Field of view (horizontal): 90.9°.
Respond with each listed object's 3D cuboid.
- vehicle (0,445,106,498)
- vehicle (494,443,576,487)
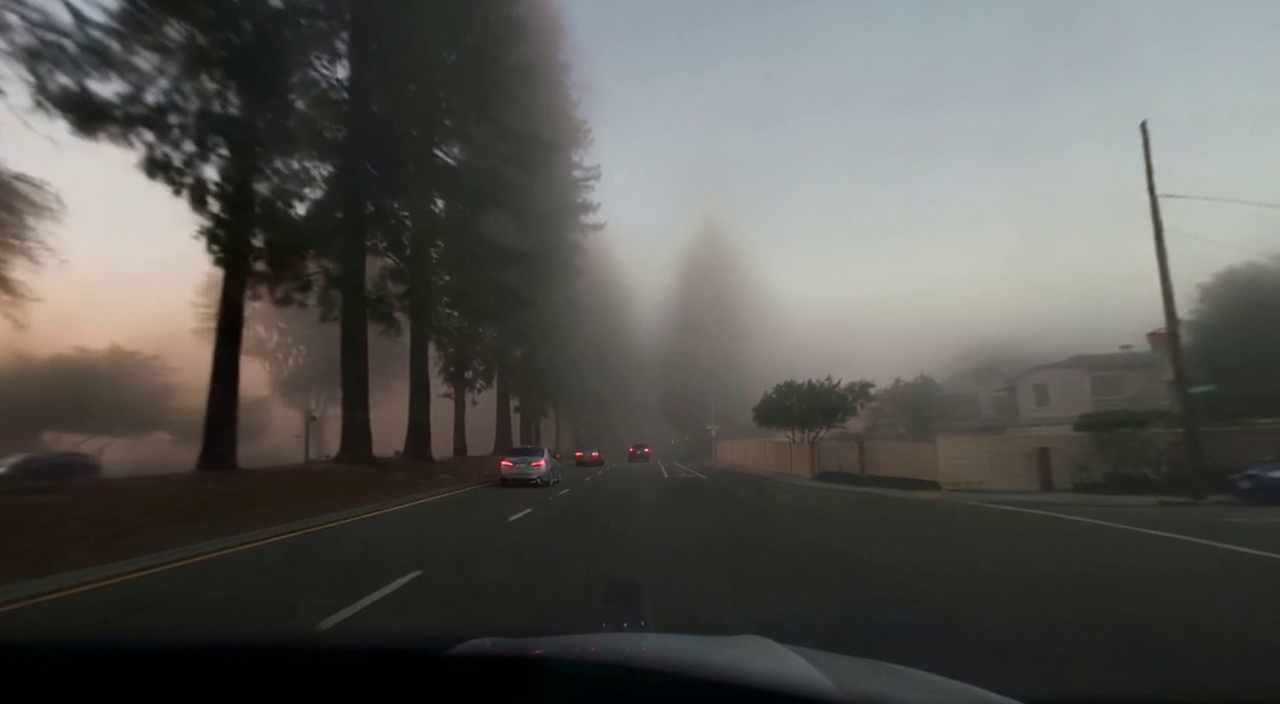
[{"bbox_3d":[-20.081,3.699,19.757,2.041,1.566,5.174,0,-9,1],"label":"vehicle"},{"bbox_3d":[-3.746,4.129,23.425,2.188,1.473,4.651,0,-8,1],"label":"vehicle"}]
